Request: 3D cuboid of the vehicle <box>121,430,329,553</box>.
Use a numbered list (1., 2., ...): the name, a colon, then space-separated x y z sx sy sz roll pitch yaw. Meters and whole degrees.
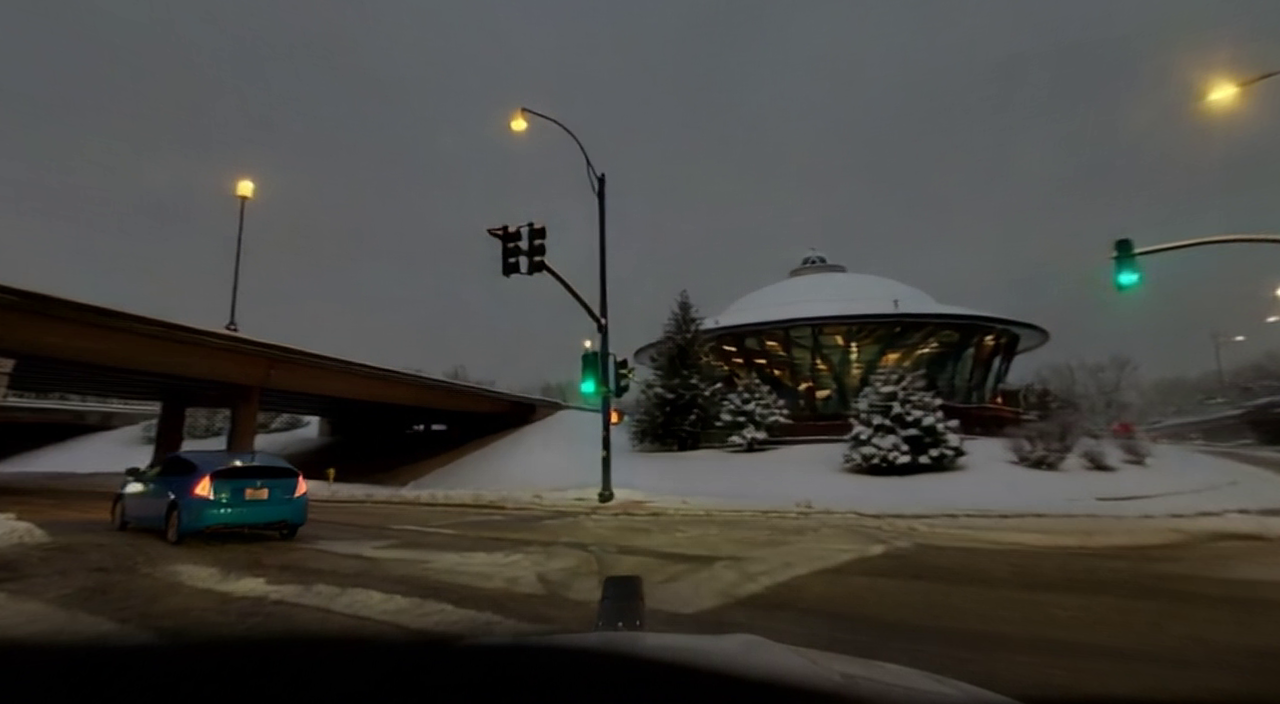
1. vehicle: -6.876 2.132 10.306 1.976 1.584 3.772 9 -12 -44
